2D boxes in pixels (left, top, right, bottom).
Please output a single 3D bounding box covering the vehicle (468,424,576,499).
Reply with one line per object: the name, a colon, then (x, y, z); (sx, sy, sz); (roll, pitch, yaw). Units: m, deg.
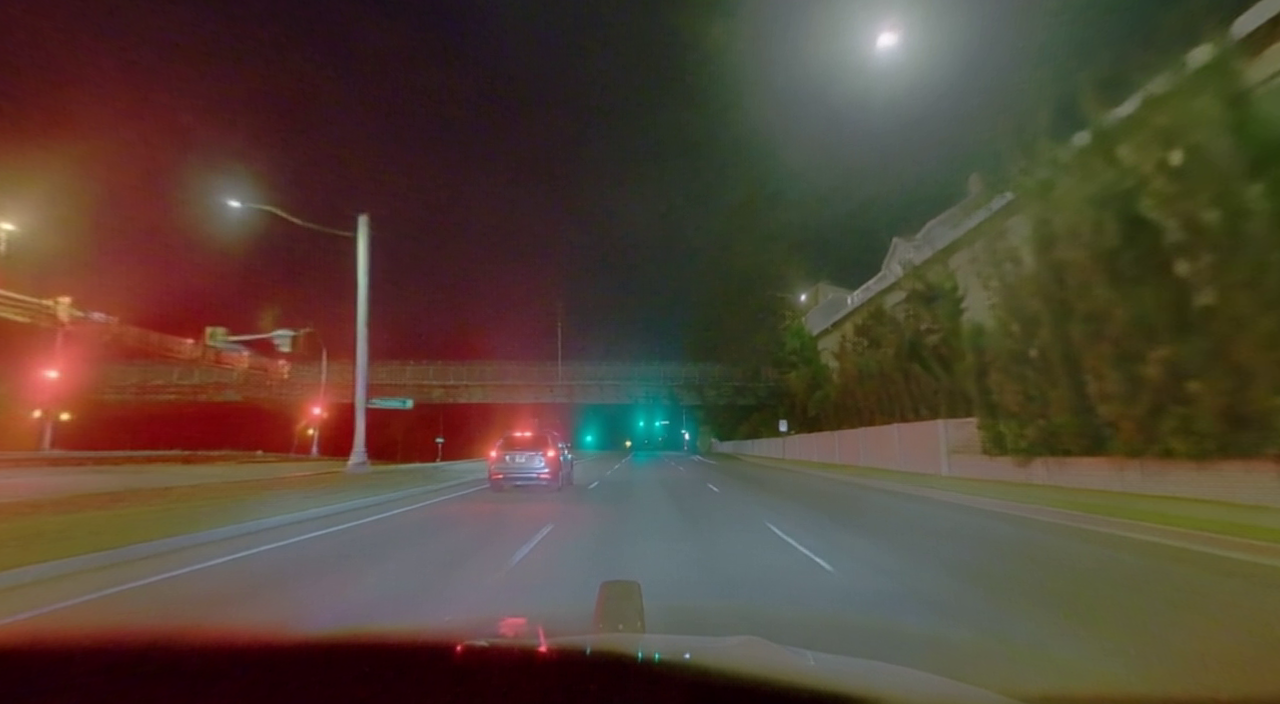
vehicle: (-2.939, 2.842, 16.621); (1.882, 1.704, 4.335); (0, -8, 2)
